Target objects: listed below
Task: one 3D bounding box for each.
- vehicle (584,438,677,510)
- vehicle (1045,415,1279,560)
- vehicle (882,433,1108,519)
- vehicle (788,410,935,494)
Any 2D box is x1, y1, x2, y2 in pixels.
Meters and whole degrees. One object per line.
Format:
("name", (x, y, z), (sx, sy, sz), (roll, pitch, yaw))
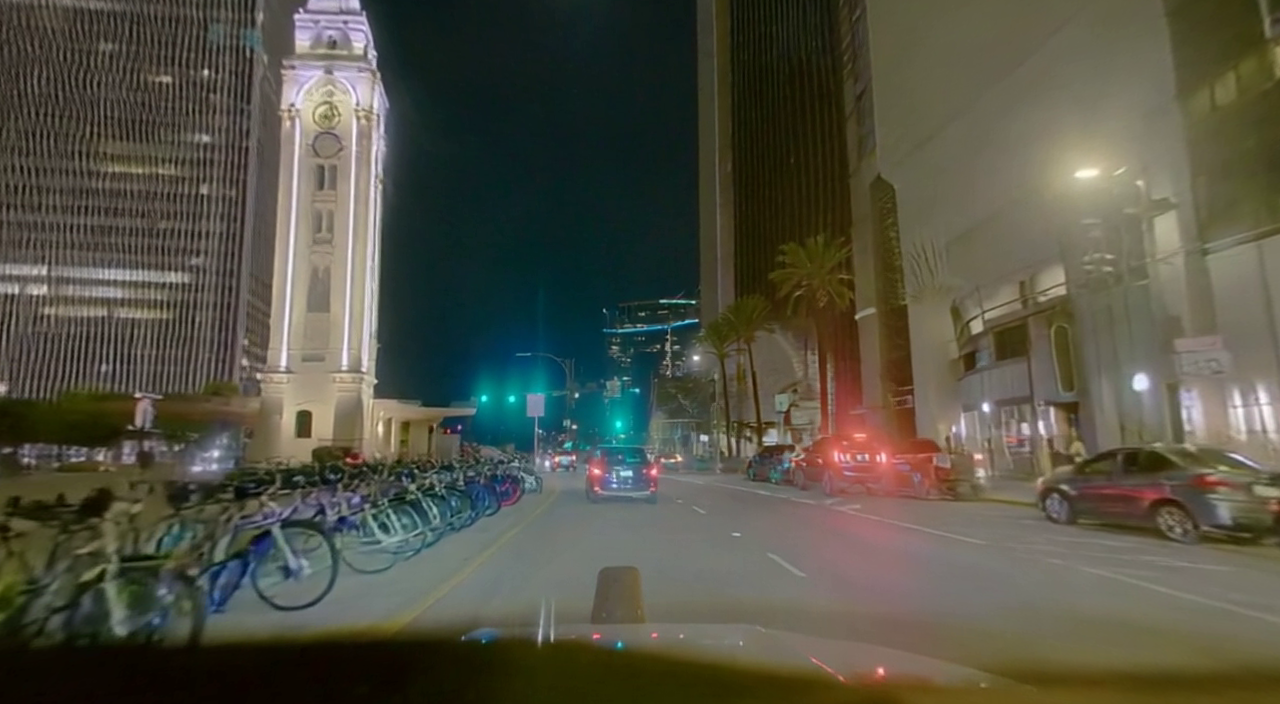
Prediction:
("vehicle", (-0.383, 3.057, 16.302), (2.111, 1.605, 3.832), (1, -9, -5))
("vehicle", (8.345, 1.864, 9.190), (1.860, 1.684, 4.211), (0, -9, -4))
("vehicle", (7.877, 2.782, 14.786), (1.945, 1.623, 5.013), (1, -9, -6))
("vehicle", (7.185, 3.368, 21.418), (2.377, 2.429, 5.532), (1, -9, -7))
